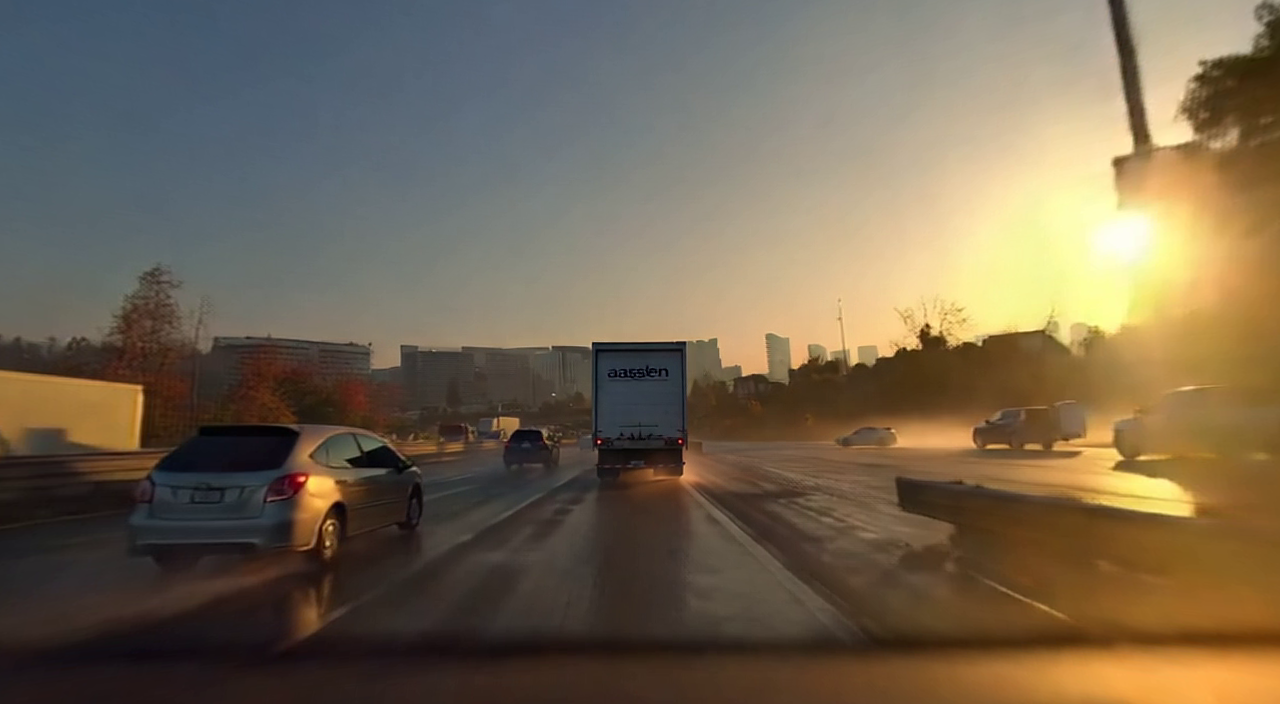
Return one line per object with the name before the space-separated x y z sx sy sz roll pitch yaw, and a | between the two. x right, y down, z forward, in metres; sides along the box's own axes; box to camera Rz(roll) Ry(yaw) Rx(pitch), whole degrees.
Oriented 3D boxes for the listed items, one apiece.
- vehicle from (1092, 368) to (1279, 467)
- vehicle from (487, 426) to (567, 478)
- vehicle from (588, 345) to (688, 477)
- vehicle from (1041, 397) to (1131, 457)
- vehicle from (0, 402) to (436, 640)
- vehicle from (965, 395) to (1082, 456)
vehicle | 19.381 2.386 22.160 2.443 3.006 5.844 0 -8 0
vehicle | -3.704 3.351 21.393 1.946 1.599 4.073 0 -8 0
vehicle | -0.105 2.615 25.625 3.171 4.204 11.036 0 -8 0
vehicle | 19.599 3.330 27.779 1.658 2.523 2.851 0 -8 -1
vehicle | -3.741 1.377 6.261 1.964 1.507 4.361 0 -8 0
vehicle | 18.955 3.737 31.516 2.432 2.753 5.388 0 -8 1
